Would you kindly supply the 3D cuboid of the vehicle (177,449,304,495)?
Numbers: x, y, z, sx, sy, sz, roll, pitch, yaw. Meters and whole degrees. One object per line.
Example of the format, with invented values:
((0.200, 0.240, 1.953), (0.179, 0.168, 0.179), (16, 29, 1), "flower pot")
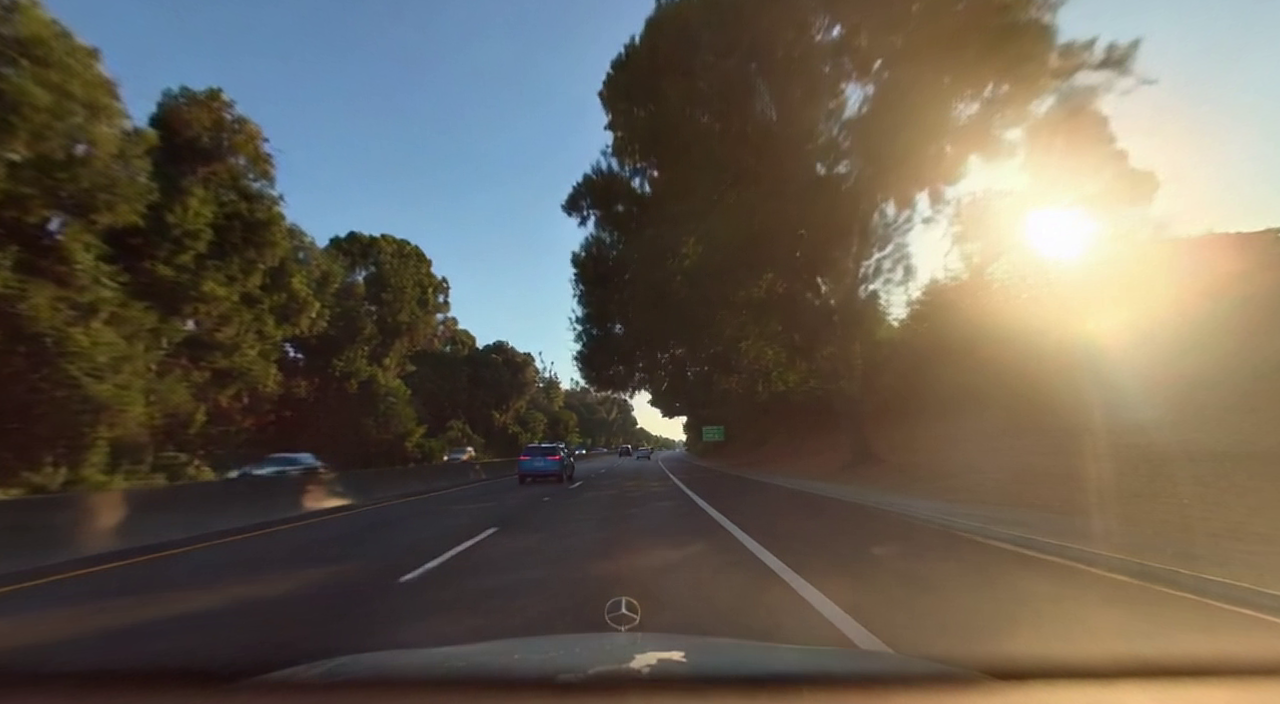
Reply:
((-13.531, 4.063, 21.690), (1.828, 1.414, 3.803), (0, -9, 1), "vehicle")

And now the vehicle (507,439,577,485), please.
((-3.942, 4.505, 26.197), (2.110, 1.727, 4.607), (0, -9, 1), "vehicle")

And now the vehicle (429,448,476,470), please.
((-13.057, 7.476, 44.276), (1.954, 1.462, 4.239), (0, -9, 1), "vehicle")
